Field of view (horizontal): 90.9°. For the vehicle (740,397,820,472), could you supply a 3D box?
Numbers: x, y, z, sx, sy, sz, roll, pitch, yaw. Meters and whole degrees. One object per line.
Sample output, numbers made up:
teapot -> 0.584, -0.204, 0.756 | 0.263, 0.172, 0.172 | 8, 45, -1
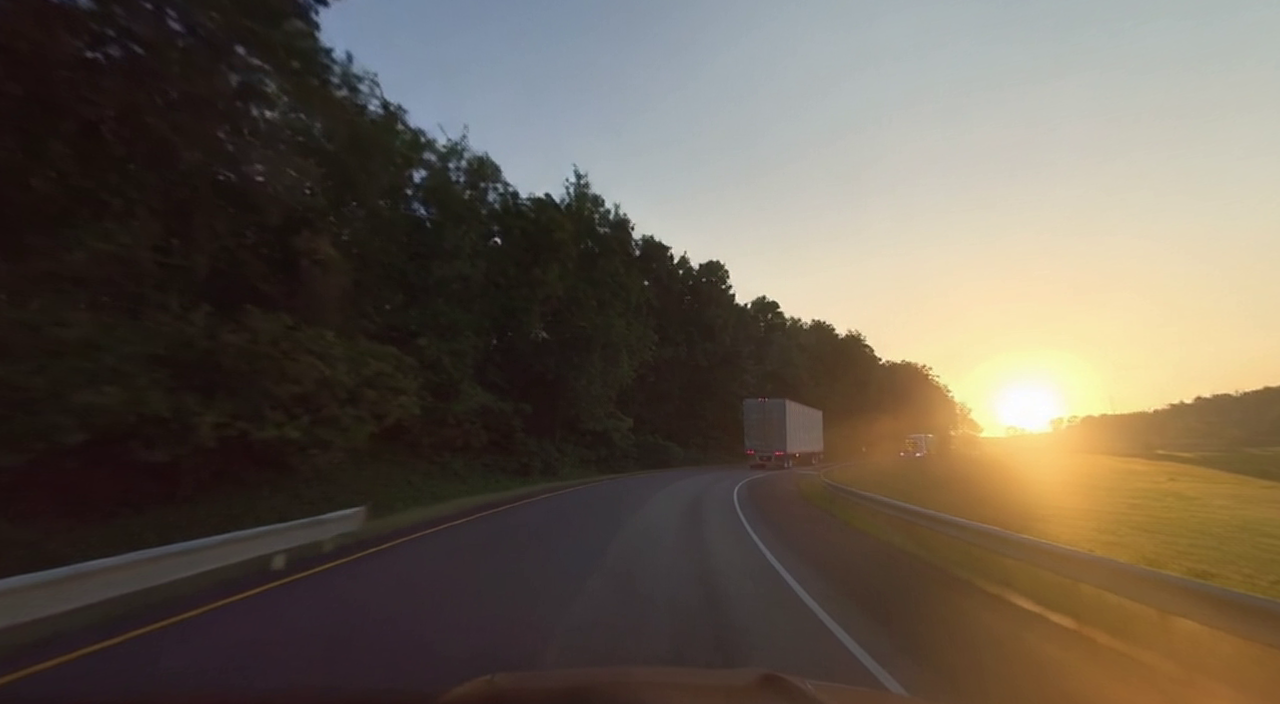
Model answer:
vehicle -> 9.706, 5.683, 42.048 | 3.087, 4.178, 13.682 | -3, -10, 21
